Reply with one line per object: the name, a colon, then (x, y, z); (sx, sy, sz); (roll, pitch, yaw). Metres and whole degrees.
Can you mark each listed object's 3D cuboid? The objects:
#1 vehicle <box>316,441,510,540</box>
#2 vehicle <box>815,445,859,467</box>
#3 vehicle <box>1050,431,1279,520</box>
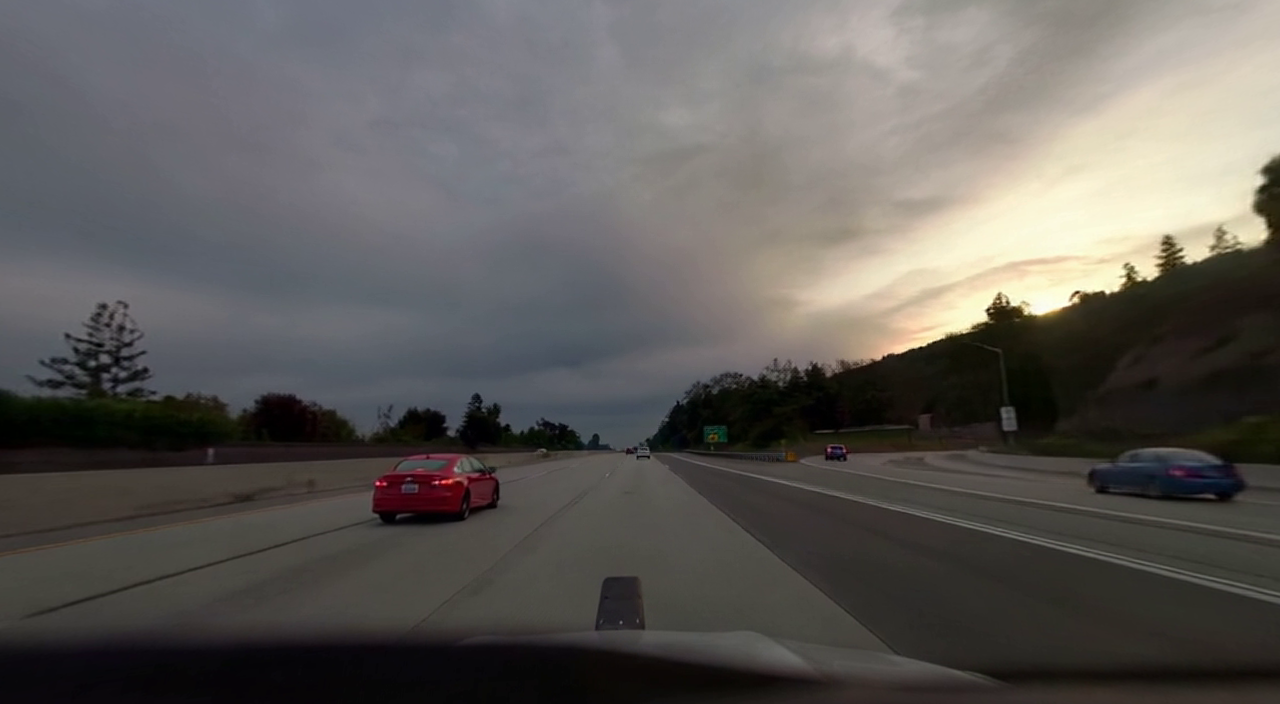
vehicle: (-3.852, 2.417, 11.692); (1.873, 1.438, 4.546); (-1, -9, 1)
vehicle: (13.854, 7.347, 44.622); (1.805, 1.427, 4.447); (-1, -9, 2)
vehicle: (10.872, 2.436, 12.999); (1.884, 1.485, 4.600); (-1, -9, 3)
